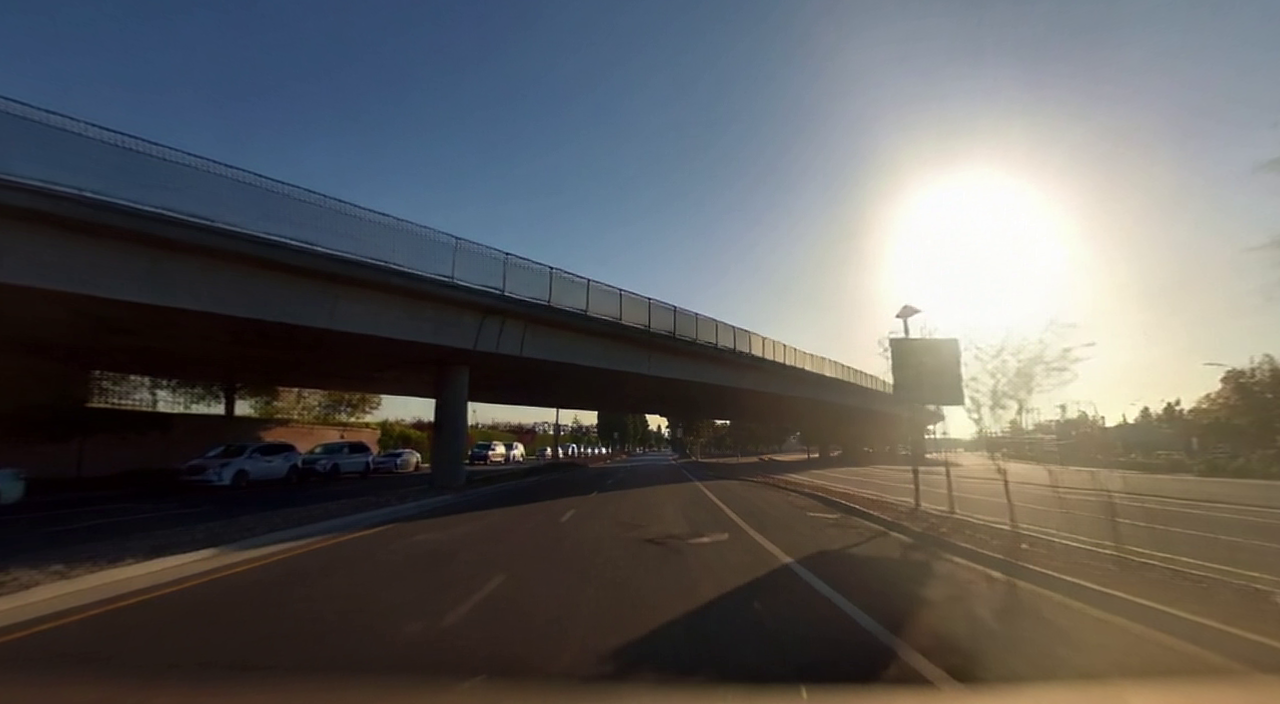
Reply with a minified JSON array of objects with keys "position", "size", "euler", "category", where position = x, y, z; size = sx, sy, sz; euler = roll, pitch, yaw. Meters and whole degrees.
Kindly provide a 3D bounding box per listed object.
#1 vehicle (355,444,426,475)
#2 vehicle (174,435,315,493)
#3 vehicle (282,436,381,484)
[{"position":[-13.134,5.736,33.603],"size":[1.847,1.498,4.368],"euler":[1,-10,2],"category":"vehicle"},{"position":[-13.209,3.755,21.488],"size":[1.903,1.703,4.346],"euler":[2,-9,1],"category":"vehicle"},{"position":[-13.287,4.644,27.529],"size":[1.886,1.801,4.337],"euler":[2,-8,3],"category":"vehicle"}]
